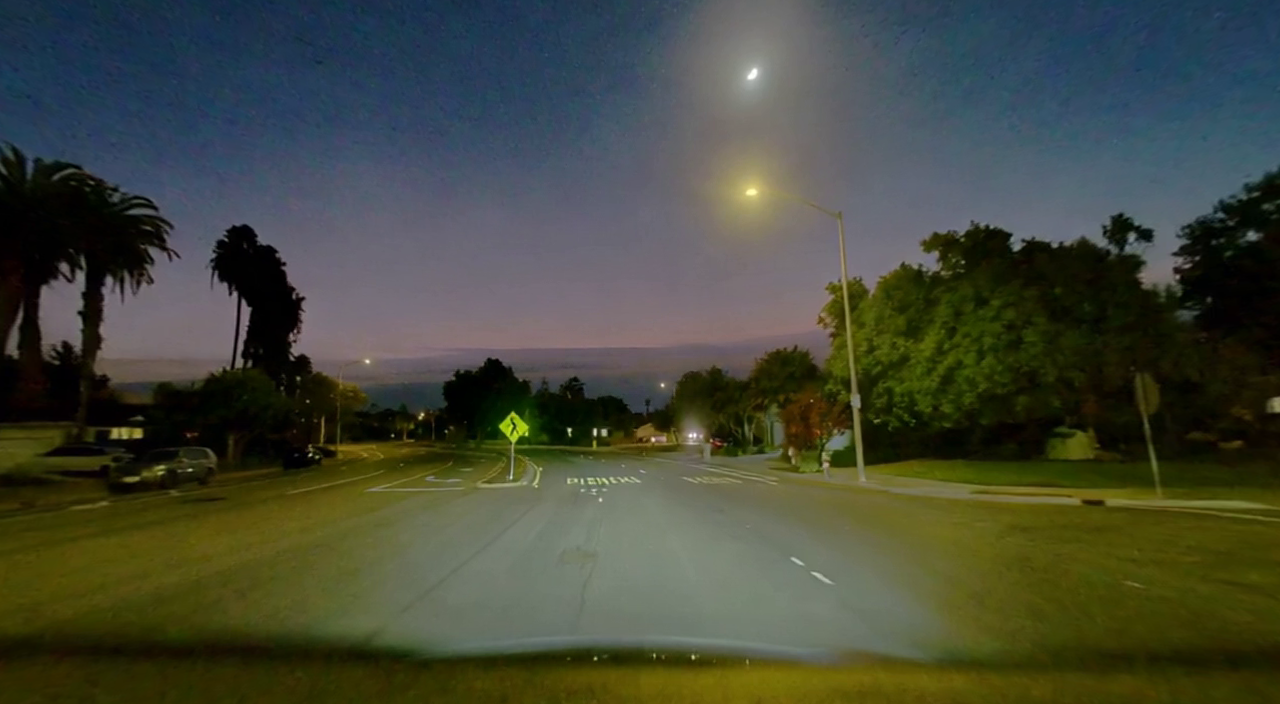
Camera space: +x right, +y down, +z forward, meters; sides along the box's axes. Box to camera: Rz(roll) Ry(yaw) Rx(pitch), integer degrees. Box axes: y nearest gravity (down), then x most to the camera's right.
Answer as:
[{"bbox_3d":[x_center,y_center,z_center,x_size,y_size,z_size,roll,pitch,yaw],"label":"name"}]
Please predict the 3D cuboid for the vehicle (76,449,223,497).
[{"bbox_3d":[-17.626,4.326,23.030,1.997,1.514,4.632,1,-8,-6],"label":"vehicle"}]

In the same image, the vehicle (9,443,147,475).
[{"bbox_3d":[-27.342,5.195,30.777,4.674,1.506,2.028,0,-8,-2],"label":"vehicle"}]

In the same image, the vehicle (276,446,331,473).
[{"bbox_3d":[-20.580,6.543,38.720,1.941,1.470,4.384,0,-8,-14],"label":"vehicle"}]
